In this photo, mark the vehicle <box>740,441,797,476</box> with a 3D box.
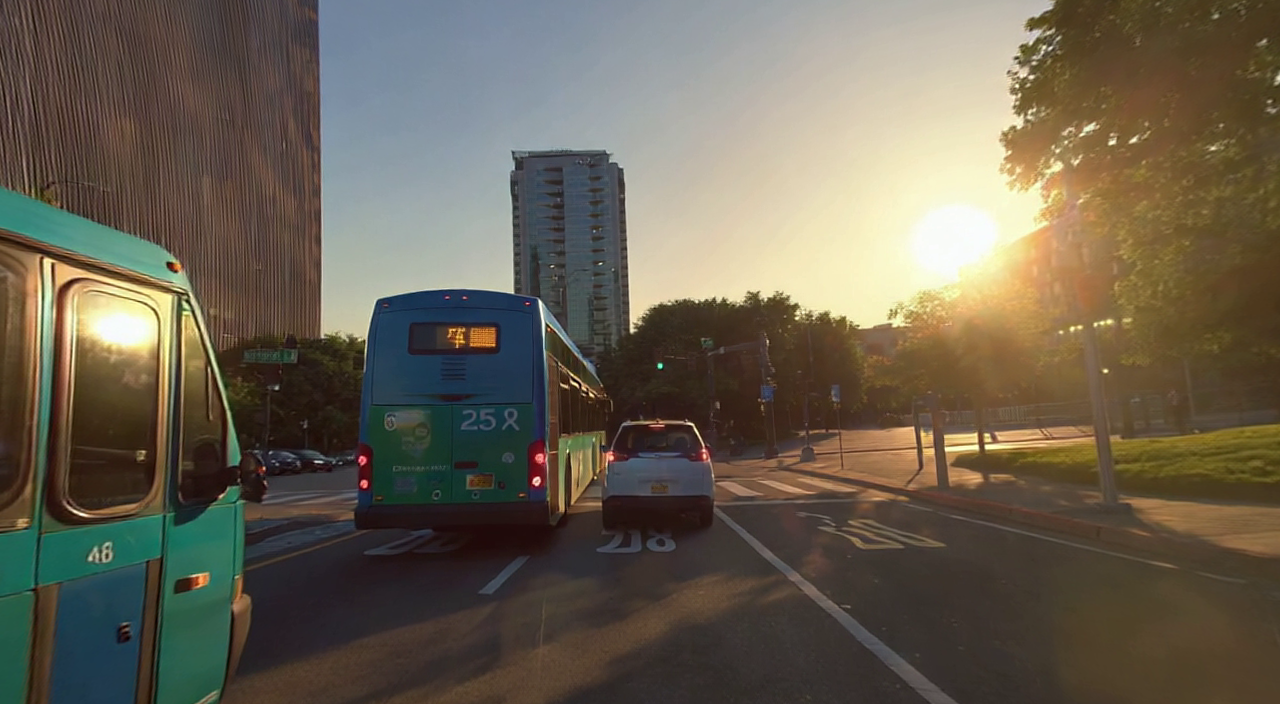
[{"bbox_3d":[6.133,5.108,30.480,1.919,1.529,4.059,0,-9,0],"label":"vehicle"}]

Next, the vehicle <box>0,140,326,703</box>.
[{"bbox_3d":[-2.752,0.330,0.219,2.329,2.089,5.659,0,-9,0],"label":"vehicle"}]

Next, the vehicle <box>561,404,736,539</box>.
[{"bbox_3d":[0.134,2.038,11.240,2.500,1.912,4.270,0,-9,1],"label":"vehicle"}]

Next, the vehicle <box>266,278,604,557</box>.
[{"bbox_3d":[-2.882,1.786,14.585,3.042,3.445,13.615,0,-9,1],"label":"vehicle"}]
